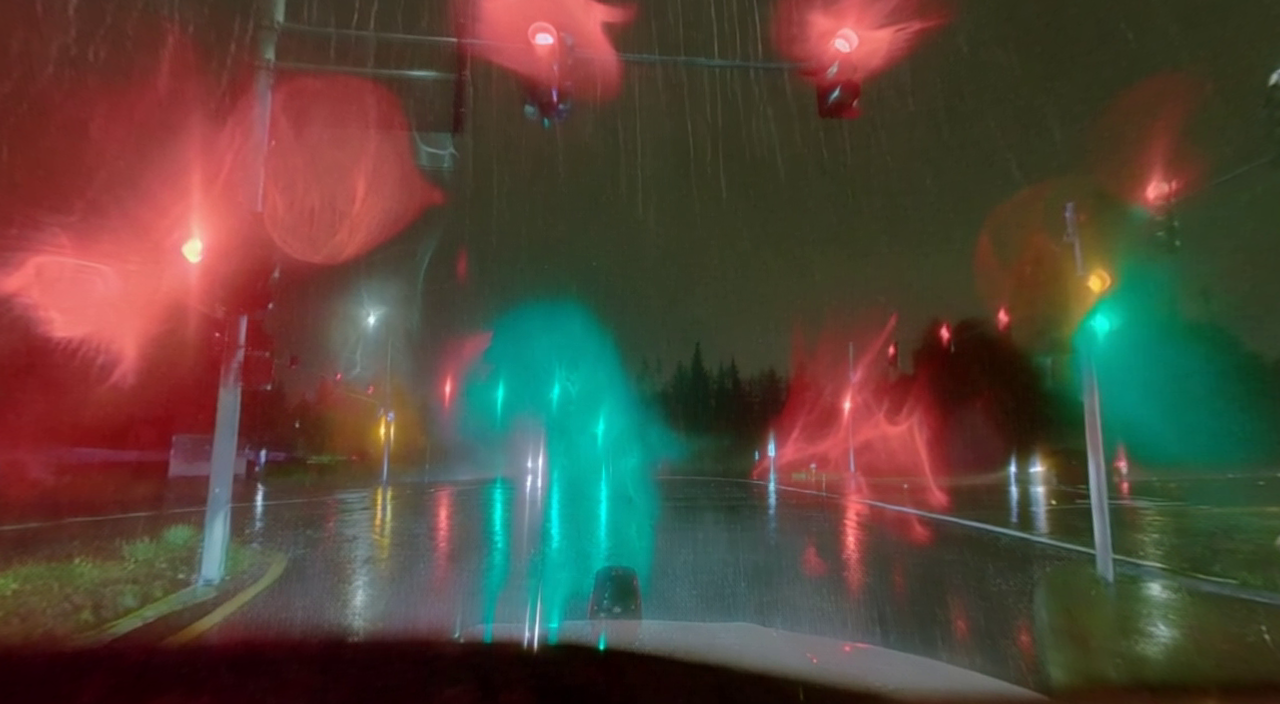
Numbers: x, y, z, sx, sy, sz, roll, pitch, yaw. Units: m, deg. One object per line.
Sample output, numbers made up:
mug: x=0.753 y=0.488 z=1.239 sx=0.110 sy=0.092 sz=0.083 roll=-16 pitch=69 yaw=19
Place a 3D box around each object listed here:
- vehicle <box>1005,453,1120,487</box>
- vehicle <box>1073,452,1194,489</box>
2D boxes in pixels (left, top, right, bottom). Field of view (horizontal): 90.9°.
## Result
vehicle: x=21.764 y=6.086 z=32.540 sx=4.455 sy=1.647 sz=2.124 roll=1 pitch=-10 yaw=-8
vehicle: x=22.713 y=5.453 z=29.093 sx=3.998 sy=1.590 sz=1.936 roll=1 pitch=-11 yaw=-6
